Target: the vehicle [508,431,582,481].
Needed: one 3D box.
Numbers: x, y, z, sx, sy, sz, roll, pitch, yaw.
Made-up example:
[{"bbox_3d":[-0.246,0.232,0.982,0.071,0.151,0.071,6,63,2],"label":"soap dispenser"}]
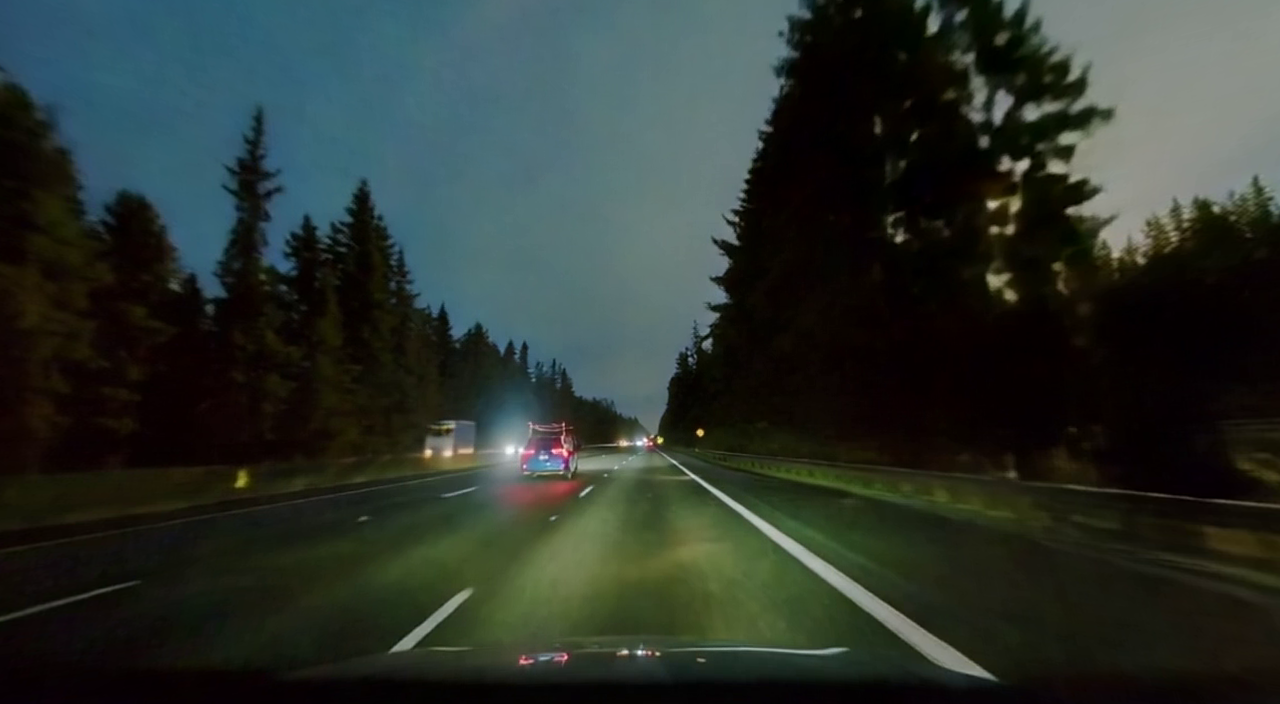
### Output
[{"bbox_3d":[-3.583,4.024,24.625,2.084,1.752,4.479,-1,-8,2],"label":"vehicle"}]
